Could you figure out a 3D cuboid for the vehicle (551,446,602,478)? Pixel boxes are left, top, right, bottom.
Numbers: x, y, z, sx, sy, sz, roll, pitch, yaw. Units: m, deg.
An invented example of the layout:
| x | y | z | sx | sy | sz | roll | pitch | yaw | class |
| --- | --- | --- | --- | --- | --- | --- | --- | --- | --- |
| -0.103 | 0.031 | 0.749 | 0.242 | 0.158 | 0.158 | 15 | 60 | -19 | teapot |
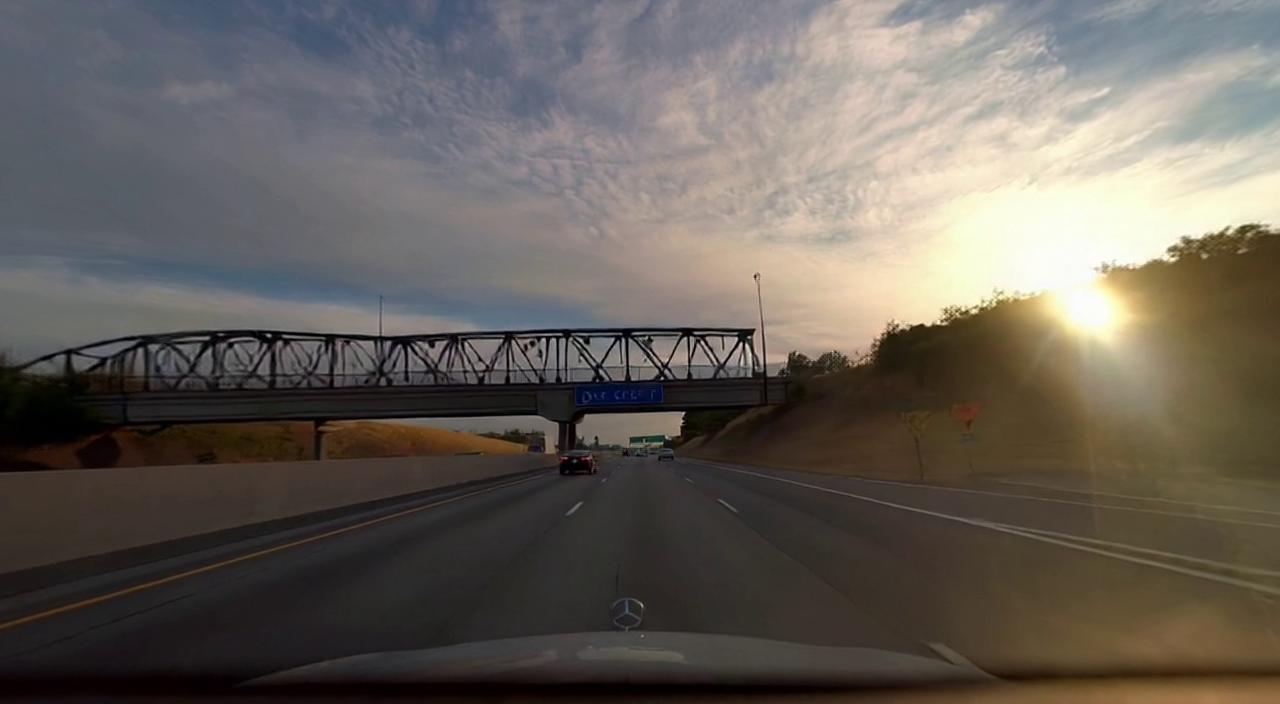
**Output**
| x | y | z | sx | sy | sz | roll | pitch | yaw | class |
| --- | --- | --- | --- | --- | --- | --- | --- | --- | --- |
| -3.247 | 5.729 | 33.140 | 2.180 | 1.537 | 4.459 | 0 | -9 | 0 | vehicle |
